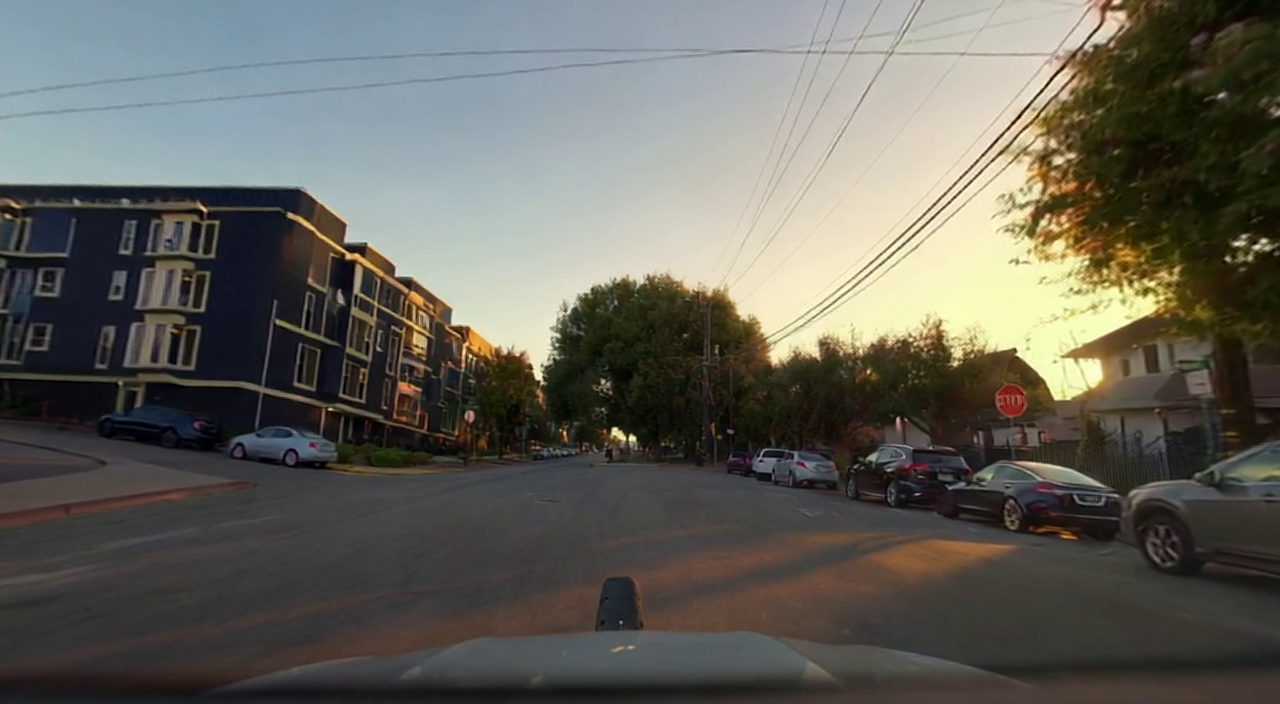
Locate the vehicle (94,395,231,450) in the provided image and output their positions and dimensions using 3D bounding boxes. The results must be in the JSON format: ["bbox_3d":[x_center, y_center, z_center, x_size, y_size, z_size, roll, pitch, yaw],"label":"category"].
[{"bbox_3d":[-19.967,2.954,26.451,4.598,1.645,2.019,5,-7,17],"label":"vehicle"}]

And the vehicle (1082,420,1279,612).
[{"bbox_3d":[7.116,1.544,5.949,2.181,1.792,5.066,0,-8,0],"label":"vehicle"}]

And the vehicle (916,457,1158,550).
[{"bbox_3d":[7.193,2.743,12.093,1.900,1.368,4.176,0,-8,0],"label":"vehicle"}]

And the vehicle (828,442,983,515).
[{"bbox_3d":[7.069,3.378,17.536,1.917,1.704,4.840,0,-8,-4],"label":"vehicle"}]

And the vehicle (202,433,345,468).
[{"bbox_3d":[-14.842,4.022,25.843,4.603,1.335,1.889,1,-9,-11],"label":"vehicle"}]

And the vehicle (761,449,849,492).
[{"bbox_3d":[6.654,4.806,26.116,2.122,1.554,4.777,0,-8,-3],"label":"vehicle"}]
